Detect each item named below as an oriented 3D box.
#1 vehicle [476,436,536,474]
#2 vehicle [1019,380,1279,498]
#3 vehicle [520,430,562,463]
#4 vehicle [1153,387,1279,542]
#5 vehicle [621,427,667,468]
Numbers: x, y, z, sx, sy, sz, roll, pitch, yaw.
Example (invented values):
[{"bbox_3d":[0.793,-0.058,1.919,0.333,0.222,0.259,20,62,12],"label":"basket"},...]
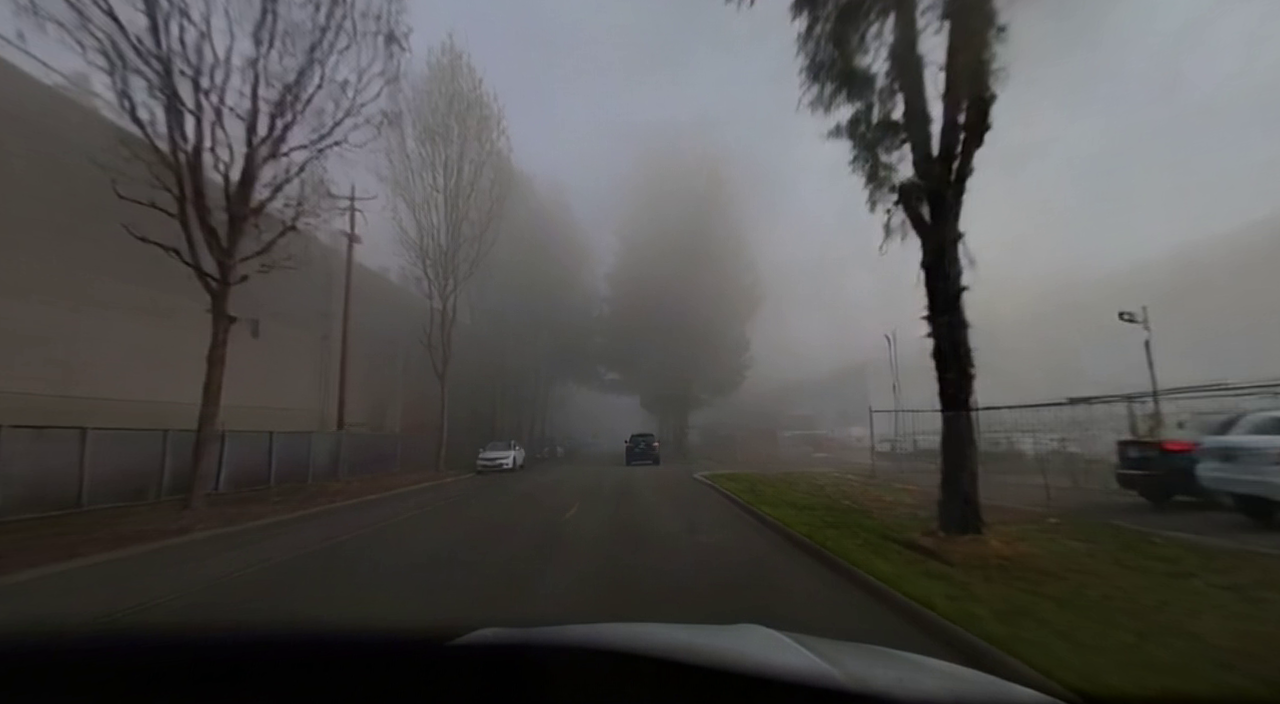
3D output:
[{"bbox_3d":[-6.119,4.753,29.144,1.938,1.500,4.130,-3,-10,-2],"label":"vehicle"},{"bbox_3d":[9.586,1.469,10.713,4.910,1.786,2.124,0,-8,-2],"label":"vehicle"},{"bbox_3d":[-6.668,6.471,43.097,2.005,1.989,4.929,-3,-9,0],"label":"vehicle"},{"bbox_3d":[8.629,1.047,6.629,4.616,1.500,1.963,-4,-11,-1],"label":"vehicle"},{"bbox_3d":[0.173,4.737,31.558,2.152,1.874,4.042,0,-8,0],"label":"vehicle"}]
